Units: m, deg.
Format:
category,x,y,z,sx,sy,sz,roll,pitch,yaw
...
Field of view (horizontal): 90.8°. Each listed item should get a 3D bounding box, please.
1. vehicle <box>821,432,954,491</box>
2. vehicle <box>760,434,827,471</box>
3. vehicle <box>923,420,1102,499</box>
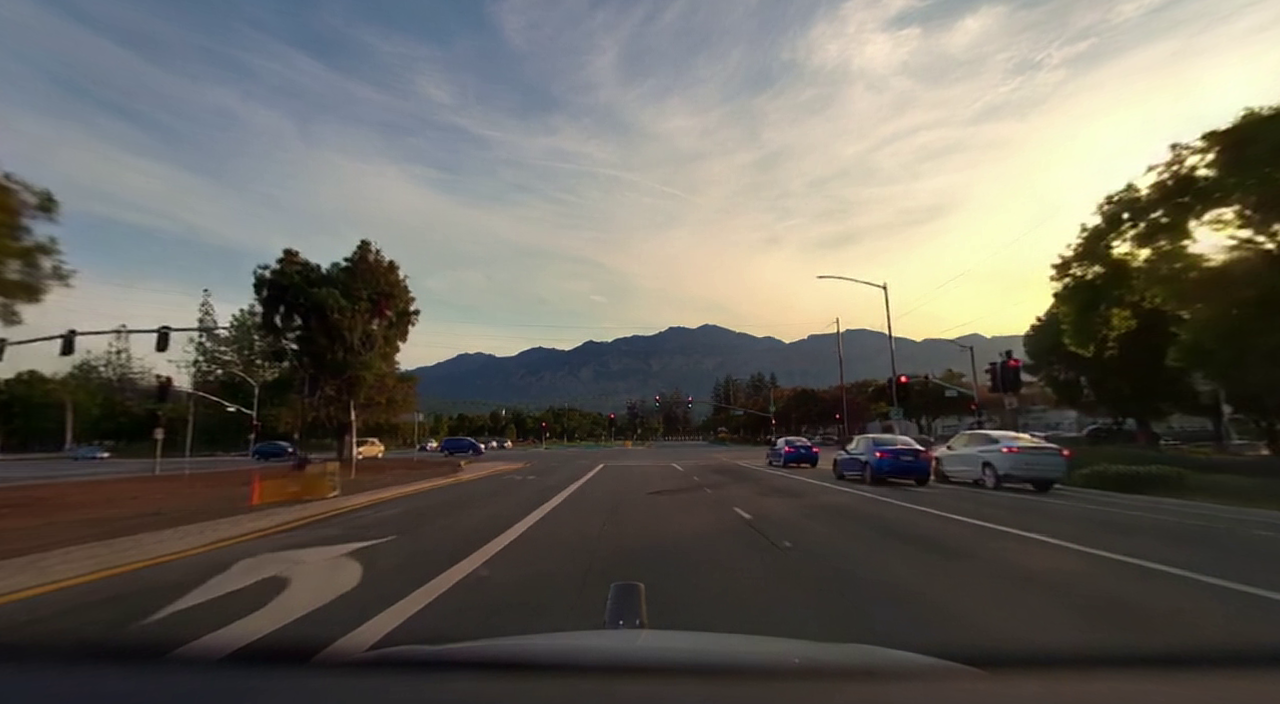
category,x,y,z,sx,sy,sz,roll,pitch,yaw
vehicle,6.963,3.135,18.407,1.990,1.480,4.624,0,-8,0
vehicle,6.944,4.584,29.030,1.899,1.570,4.666,0,-8,0
vehicle,9.582,2.806,16.824,1.977,1.773,4.646,0,-8,1
